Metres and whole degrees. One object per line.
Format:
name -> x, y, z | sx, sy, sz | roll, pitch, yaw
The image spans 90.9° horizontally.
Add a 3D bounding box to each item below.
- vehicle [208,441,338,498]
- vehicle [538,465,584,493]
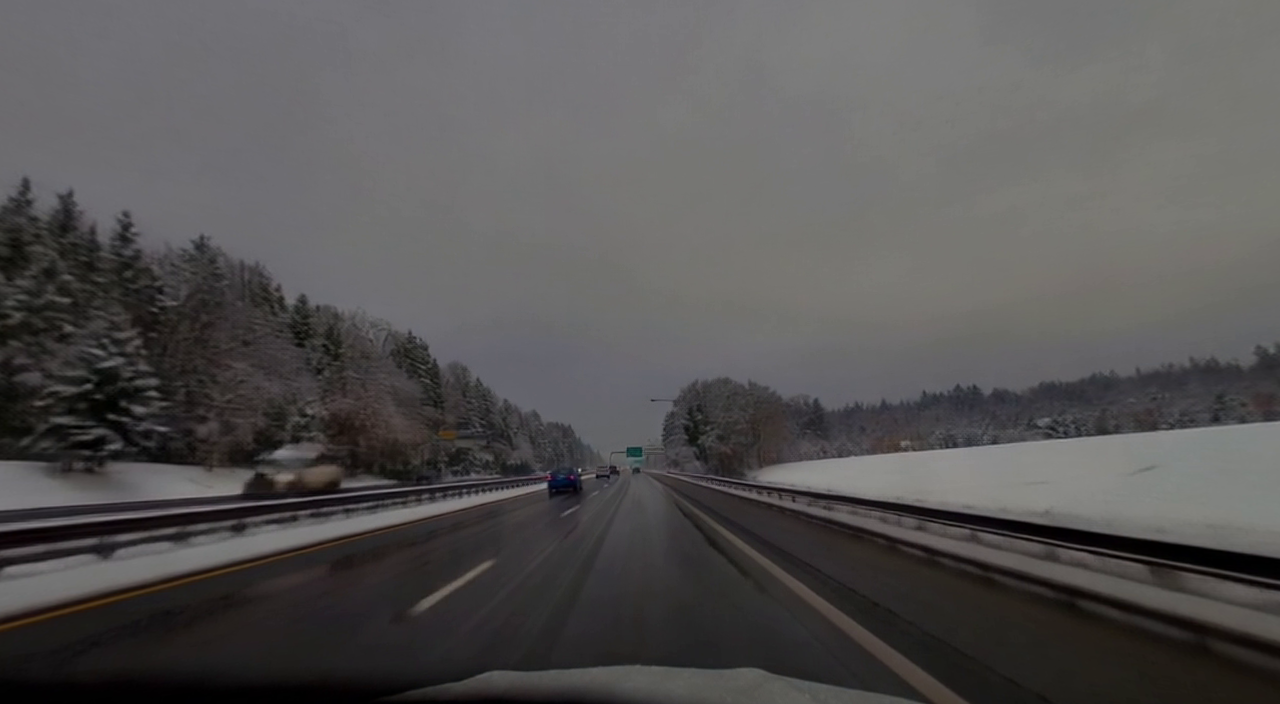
vehicle -> -17.147, 5.586, 30.023 | 2.362, 2.411, 6.145 | 1, -10, 1
vehicle -> -4.353, 7.102, 35.418 | 1.995, 1.467, 4.467 | 1, -10, 0
